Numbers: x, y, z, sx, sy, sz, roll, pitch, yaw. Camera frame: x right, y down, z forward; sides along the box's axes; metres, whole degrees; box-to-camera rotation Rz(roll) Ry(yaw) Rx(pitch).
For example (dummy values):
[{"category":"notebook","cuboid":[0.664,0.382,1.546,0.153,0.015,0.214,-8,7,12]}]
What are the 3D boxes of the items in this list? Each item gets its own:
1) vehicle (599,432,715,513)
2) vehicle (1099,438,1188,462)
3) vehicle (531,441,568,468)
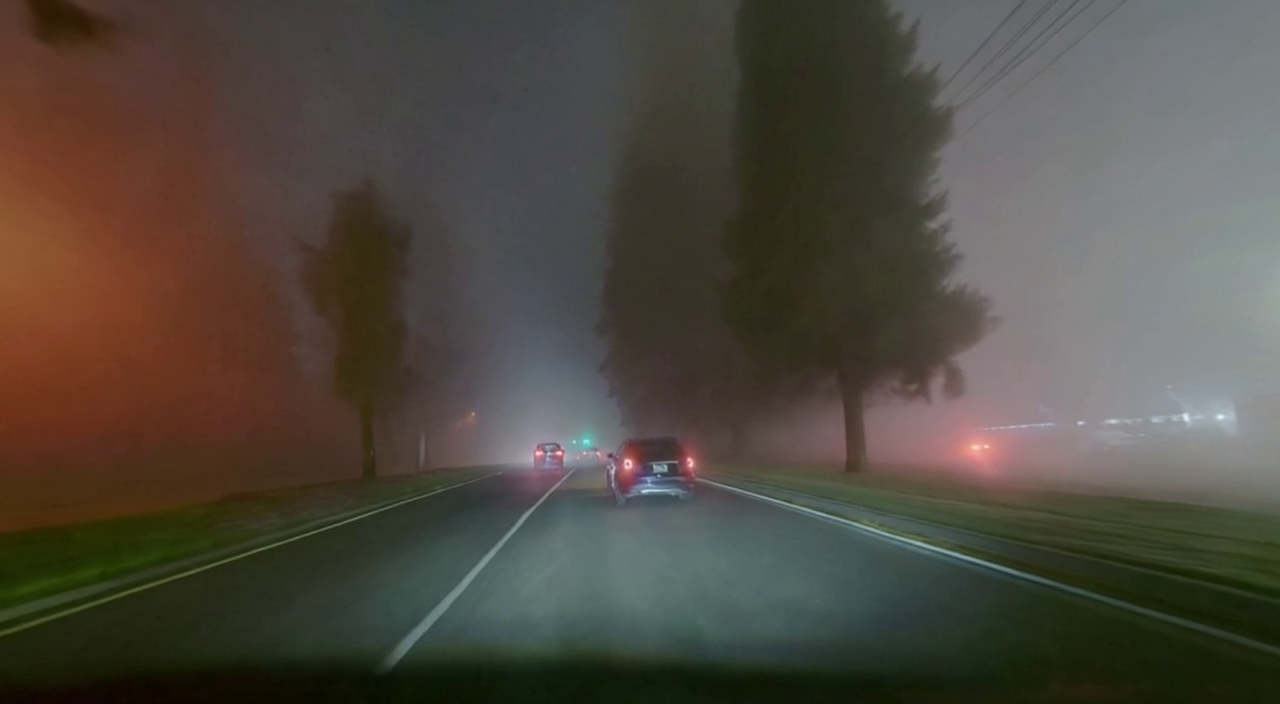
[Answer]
[{"category":"vehicle","cuboid":[0.194,2.809,15.220,2.235,1.597,4.918,1,-9,-5]},{"category":"vehicle","cuboid":[33.756,6.580,42.402,1.867,1.471,4.788,0,-9,-3]},{"category":"vehicle","cuboid":[-6.274,7.150,44.057,2.189,1.776,4.342,1,-9,-4]}]
